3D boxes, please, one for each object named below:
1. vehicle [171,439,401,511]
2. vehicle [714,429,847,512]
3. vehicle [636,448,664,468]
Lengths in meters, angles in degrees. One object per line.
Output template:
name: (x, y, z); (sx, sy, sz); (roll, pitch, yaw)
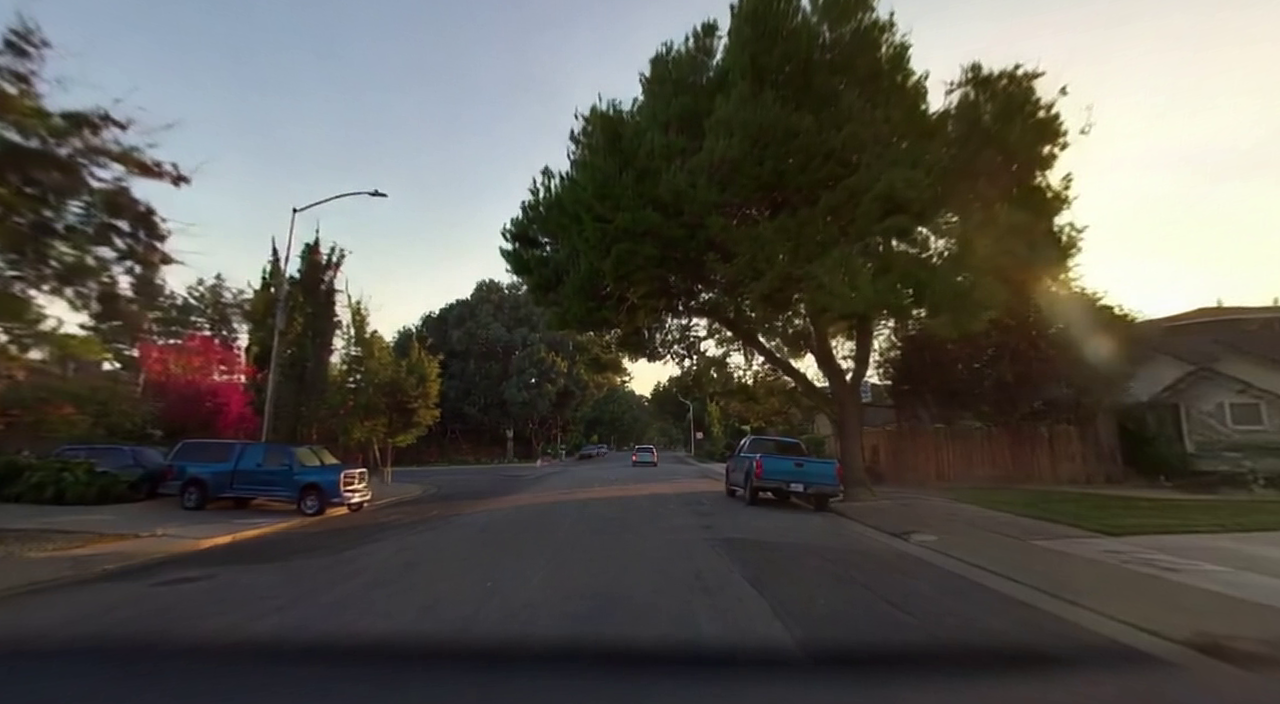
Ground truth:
vehicle: (-9.319, 3.239, 16.950); (4.947, 1.769, 2.023); (0, -9, 2)
vehicle: (3.610, 3.194, 17.656); (2.394, 1.901, 5.759); (0, -9, 0)
vehicle: (0.735, 8.085, 48.370); (2.064, 1.477, 3.968); (0, -9, 1)
